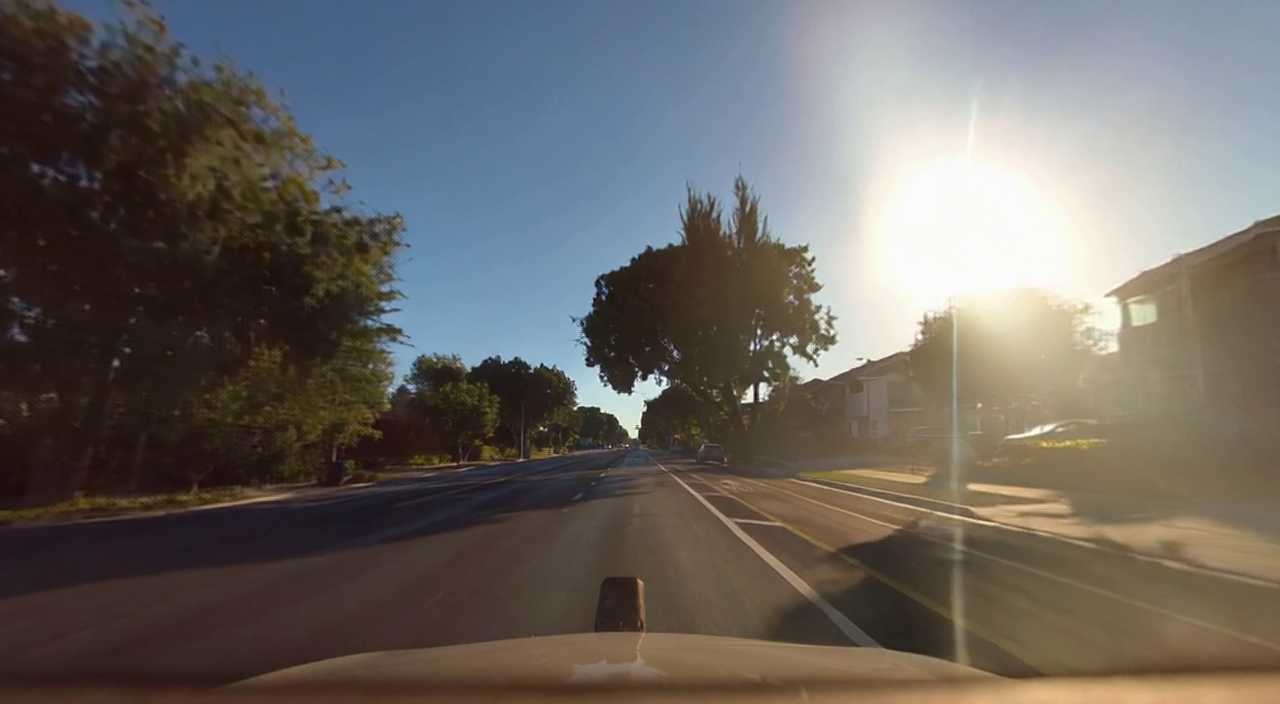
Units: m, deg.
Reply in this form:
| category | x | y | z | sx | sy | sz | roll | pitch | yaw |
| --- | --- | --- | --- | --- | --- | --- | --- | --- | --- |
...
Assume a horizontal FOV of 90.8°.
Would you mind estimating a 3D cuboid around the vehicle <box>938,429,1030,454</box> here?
| category | x | y | z | sx | sy | sz | roll | pitch | yaw |
| --- | --- | --- | --- | --- | --- | --- | --- | --- | --- |
| vehicle | 20.961 | 5.476 | 38.575 | 4.479 | 1.474 | 1.907 | 0 | -8 | -1 |

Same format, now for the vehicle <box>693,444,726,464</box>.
| category | x | y | z | sx | sy | sz | roll | pitch | yaw |
| --- | --- | --- | --- | --- | --- | --- | --- | --- | --- |
| vehicle | 5.190 | 7.621 | 47.514 | 1.984 | 1.418 | 4.709 | 0 | -8 | 0 |

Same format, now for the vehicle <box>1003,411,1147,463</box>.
| category | x | y | z | sx | sy | sz | roll | pitch | yaw |
| --- | --- | --- | --- | --- | --- | --- | --- | --- | --- |
| vehicle | 15.091 | 3.050 | 22.305 | 1.908 | 1.610 | 4.582 | 0 | -9 | 2 |

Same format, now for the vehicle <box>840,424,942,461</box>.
| category | x | y | z | sx | sy | sz | roll | pitch | yaw |
| --- | --- | --- | --- | --- | --- | --- | --- | --- | --- |
| vehicle | 15.132 | 5.484 | 38.321 | 5.136 | 1.795 | 2.244 | -4 | -9 | -3 |
